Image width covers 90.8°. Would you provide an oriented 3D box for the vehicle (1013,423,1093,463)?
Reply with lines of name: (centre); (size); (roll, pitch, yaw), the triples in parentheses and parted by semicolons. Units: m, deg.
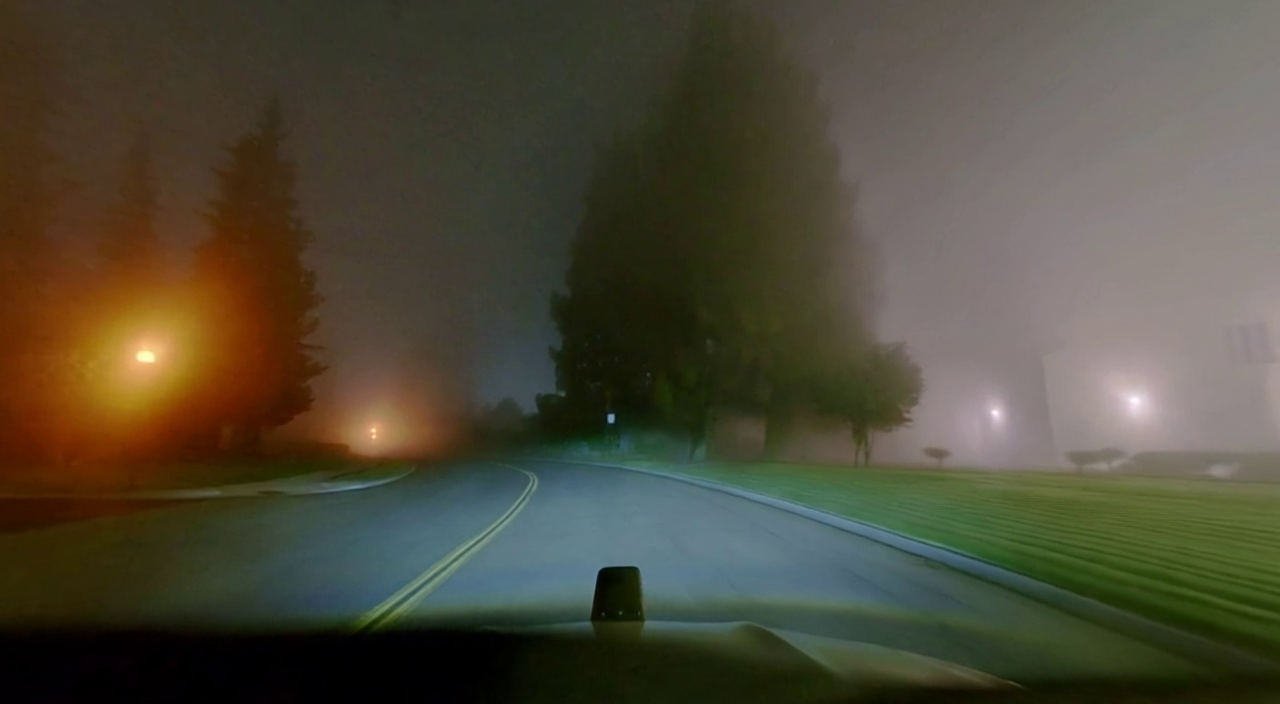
vehicle: (29.691, 6.558, 45.589); (2.572, 2.692, 3.848); (3, -9, -21)
